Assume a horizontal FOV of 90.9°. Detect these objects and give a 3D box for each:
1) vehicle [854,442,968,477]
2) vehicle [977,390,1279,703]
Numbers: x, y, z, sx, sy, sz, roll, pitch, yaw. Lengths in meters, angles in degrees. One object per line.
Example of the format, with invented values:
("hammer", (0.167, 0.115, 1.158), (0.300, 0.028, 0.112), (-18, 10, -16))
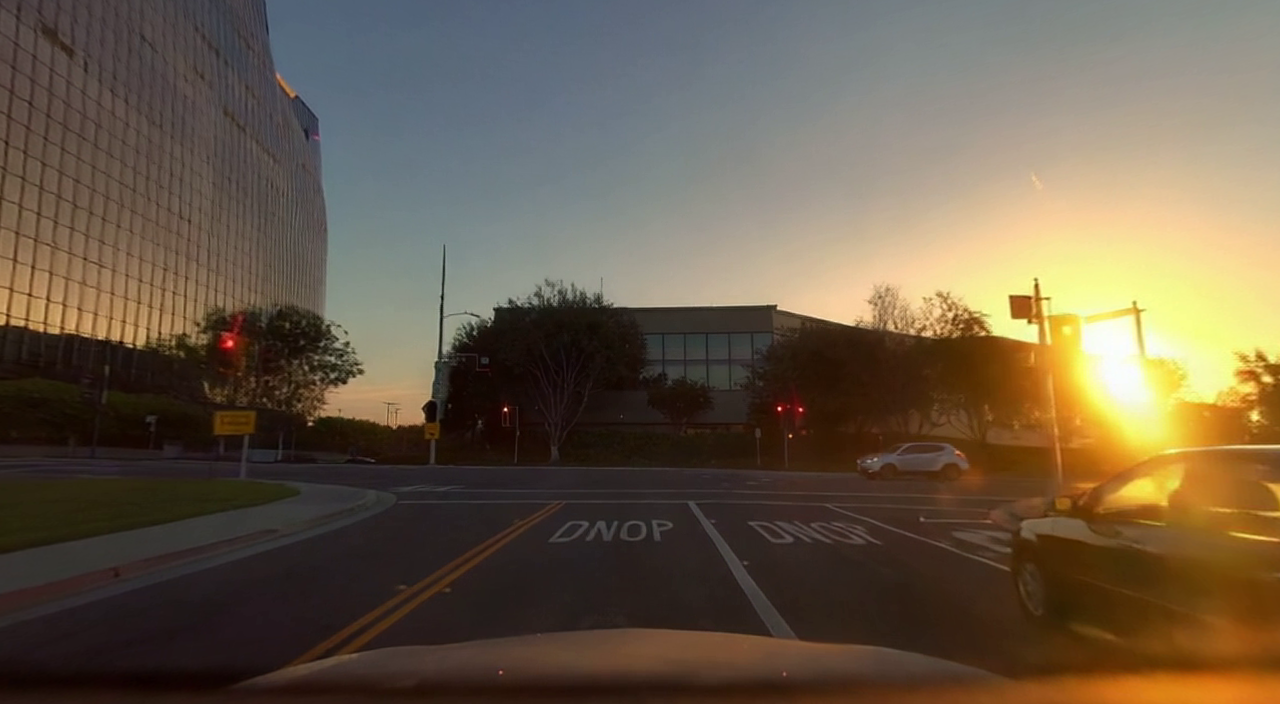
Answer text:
("vehicle", (13.504, 5.363, 31.592), (4.715, 1.671, 2.030), (0, -8, -2))
("vehicle", (3.568, 0.948, 2.493), (2.036, 1.583, 4.911), (-1, -8, 4))
